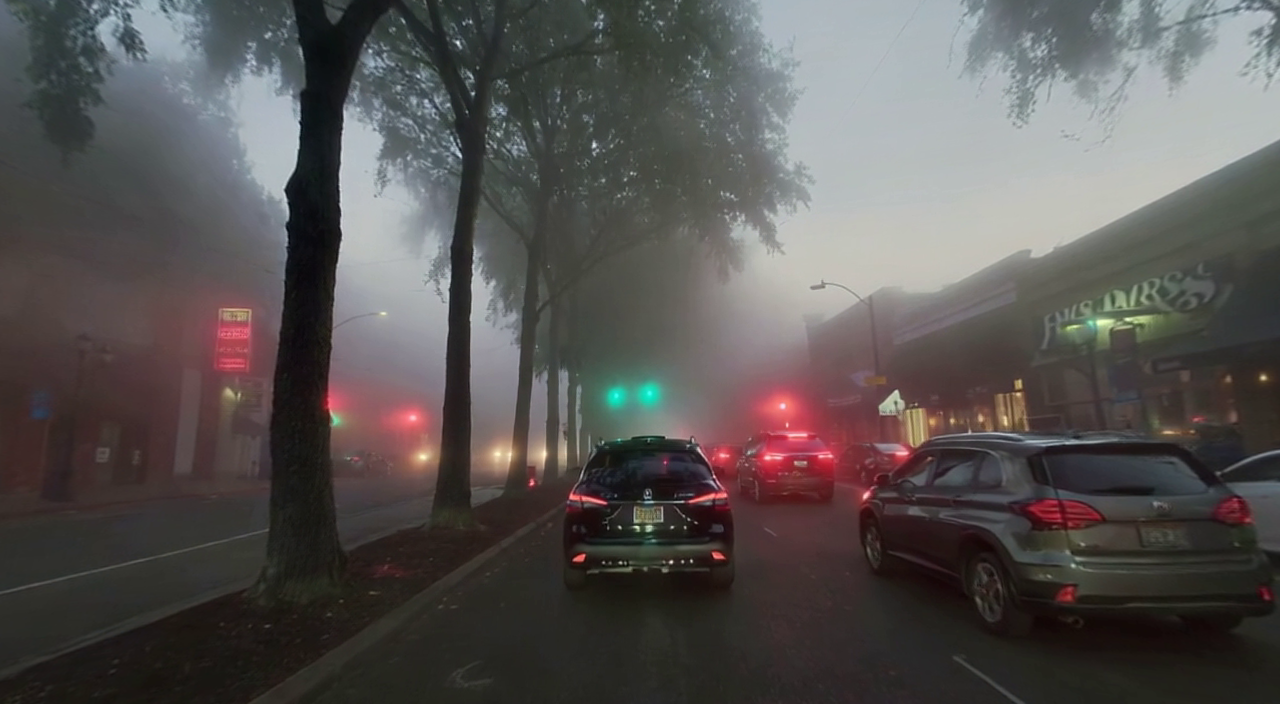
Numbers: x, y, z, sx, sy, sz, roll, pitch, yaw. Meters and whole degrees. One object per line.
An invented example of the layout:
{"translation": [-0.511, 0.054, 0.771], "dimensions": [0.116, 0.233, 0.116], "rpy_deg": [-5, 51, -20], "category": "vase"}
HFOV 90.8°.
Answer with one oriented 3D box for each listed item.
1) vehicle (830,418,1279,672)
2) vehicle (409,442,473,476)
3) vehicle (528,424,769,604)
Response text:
{"translation": [3.399, 1.455, 5.885], "dimensions": [1.988, 1.480, 4.195], "rpy_deg": [0, -9, 1], "category": "vehicle"}
{"translation": [-11.238, 6.055, 36.039], "dimensions": [2.042, 1.749, 4.629], "rpy_deg": [-1, -9, 1], "category": "vehicle"}
{"translation": [0.047, 1.625, 7.126], "dimensions": [2.006, 1.487, 3.535], "rpy_deg": [0, -9, -1], "category": "vehicle"}
